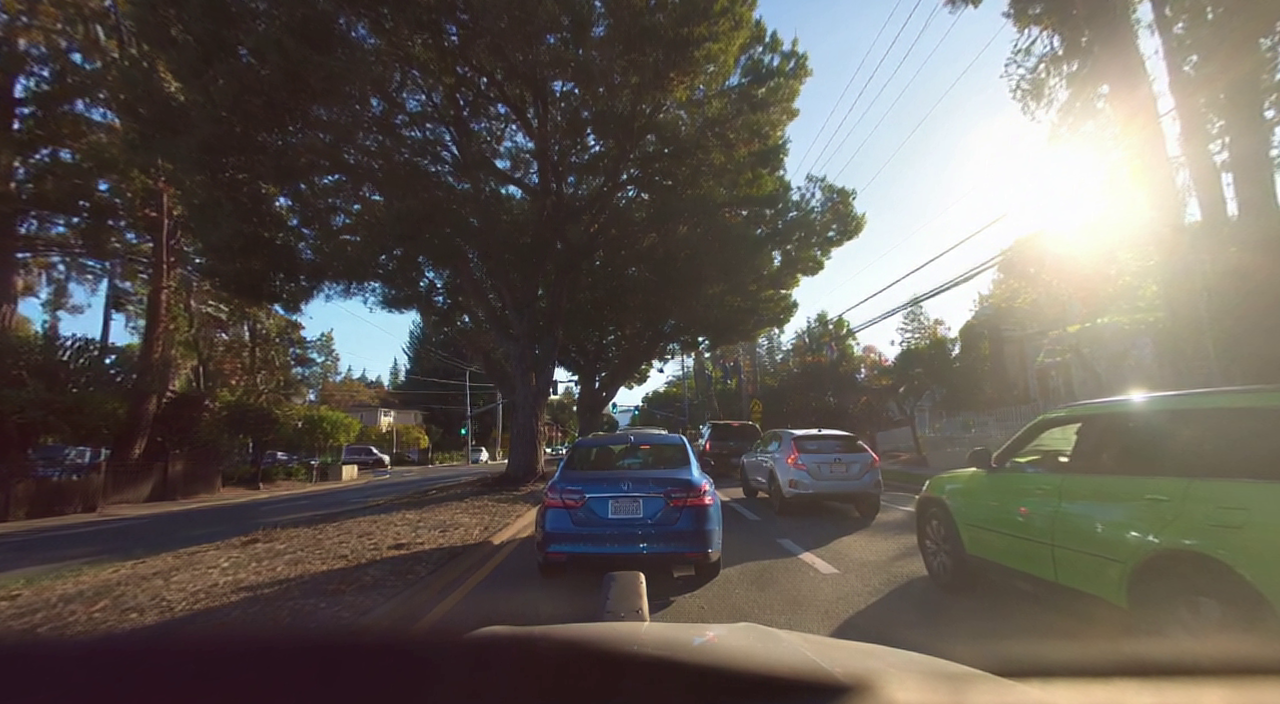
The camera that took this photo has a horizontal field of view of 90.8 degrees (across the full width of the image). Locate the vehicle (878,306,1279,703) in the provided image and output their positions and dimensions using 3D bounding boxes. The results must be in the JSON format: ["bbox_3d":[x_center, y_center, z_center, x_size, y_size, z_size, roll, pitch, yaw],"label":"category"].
[{"bbox_3d":[3.361,0.955,3.928,2.006,1.766,4.345,0,-8,0],"label":"vehicle"}]

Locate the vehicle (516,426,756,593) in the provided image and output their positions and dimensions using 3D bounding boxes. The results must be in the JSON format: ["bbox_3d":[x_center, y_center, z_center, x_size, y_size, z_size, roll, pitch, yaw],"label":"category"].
[{"bbox_3d":[-0.084,1.742,7.897,2.186,1.500,4.141,0,-8,-1],"label":"vehicle"}]

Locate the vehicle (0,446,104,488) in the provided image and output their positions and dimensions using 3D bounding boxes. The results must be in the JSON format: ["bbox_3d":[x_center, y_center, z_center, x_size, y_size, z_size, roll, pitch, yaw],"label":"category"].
[{"bbox_3d":[-22.532,4.210,23.273,4.092,1.438,1.639,-1,-8,1],"label":"vehicle"}]

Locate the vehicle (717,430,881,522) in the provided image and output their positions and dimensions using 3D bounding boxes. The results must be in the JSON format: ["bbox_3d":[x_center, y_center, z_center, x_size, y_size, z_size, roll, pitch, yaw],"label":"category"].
[{"bbox_3d":[2.956,2.422,12.928,1.971,1.517,4.521,0,-8,-3],"label":"vehicle"}]

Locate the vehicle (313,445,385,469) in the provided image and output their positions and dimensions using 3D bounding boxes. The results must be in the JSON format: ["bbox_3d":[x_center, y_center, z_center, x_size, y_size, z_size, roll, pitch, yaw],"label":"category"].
[{"bbox_3d":[-19.891,7.189,43.338,3.957,1.630,1.881,0,-8,0],"label":"vehicle"}]
